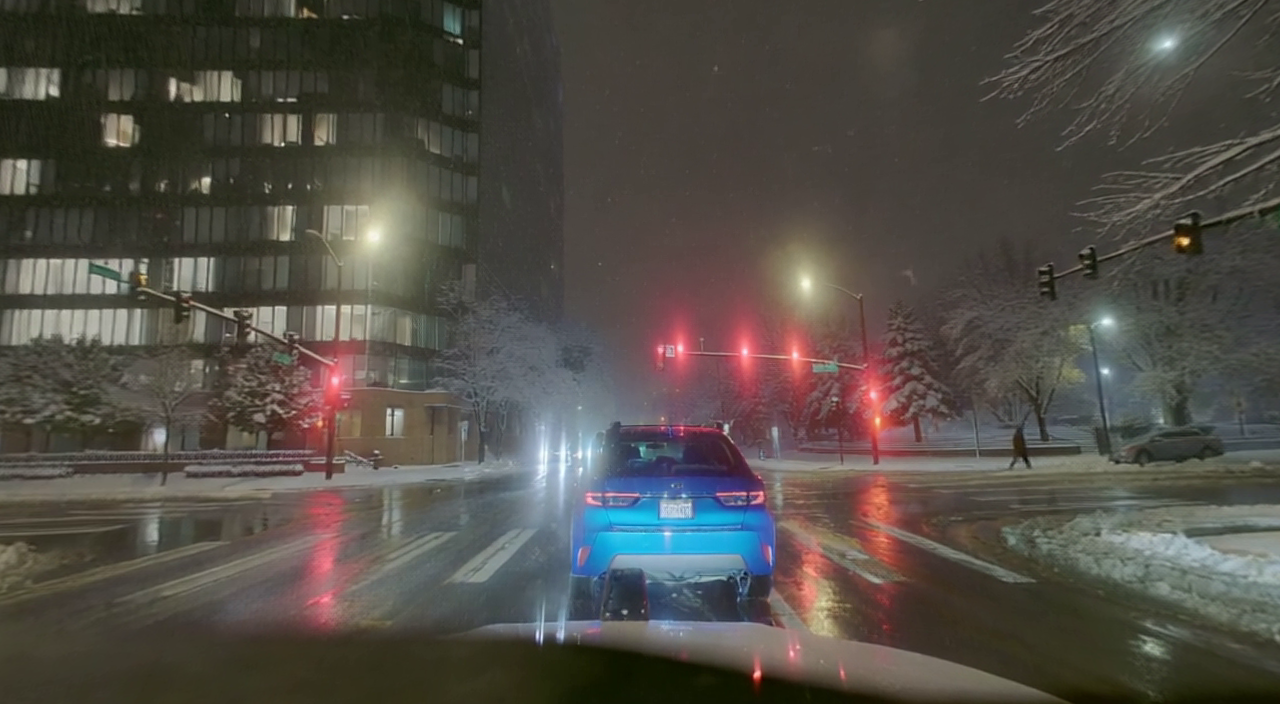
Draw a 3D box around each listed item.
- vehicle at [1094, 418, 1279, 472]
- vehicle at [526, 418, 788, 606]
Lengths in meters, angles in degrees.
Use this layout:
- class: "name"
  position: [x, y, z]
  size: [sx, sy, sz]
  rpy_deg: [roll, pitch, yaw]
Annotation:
- class: "vehicle"
  position: [19.115, 3.265, 22.225]
  size: [4.675, 1.772, 1.945]
  rpy_deg: [0, -8, 0]
- class: "vehicle"
  position: [-0.154, 1.648, 7.489]
  size: [1.893, 1.532, 4.145]
  rpy_deg: [2, -9, -16]
